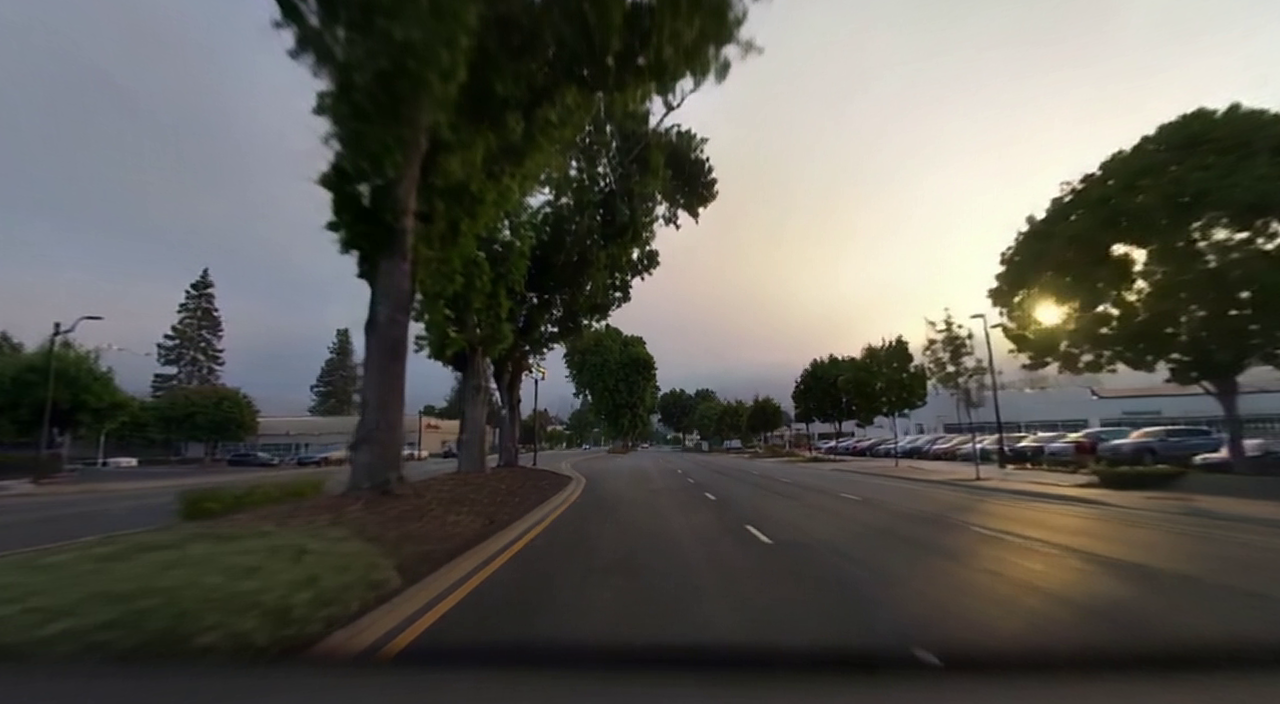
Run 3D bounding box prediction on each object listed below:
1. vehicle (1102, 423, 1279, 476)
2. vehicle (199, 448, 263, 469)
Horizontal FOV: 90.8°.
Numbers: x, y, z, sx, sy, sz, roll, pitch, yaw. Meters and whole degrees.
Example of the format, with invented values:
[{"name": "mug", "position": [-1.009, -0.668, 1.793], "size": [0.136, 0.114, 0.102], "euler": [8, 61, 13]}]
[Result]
[{"name": "vehicle", "position": [20.429, 3.529, 22.896], "size": [5.462, 1.785, 2.323], "euler": [0, -9, 1]}, {"name": "vehicle", "position": [-31.245, 8.113, 48.423], "size": [1.863, 1.525, 4.518], "euler": [0, -9, 0]}]
